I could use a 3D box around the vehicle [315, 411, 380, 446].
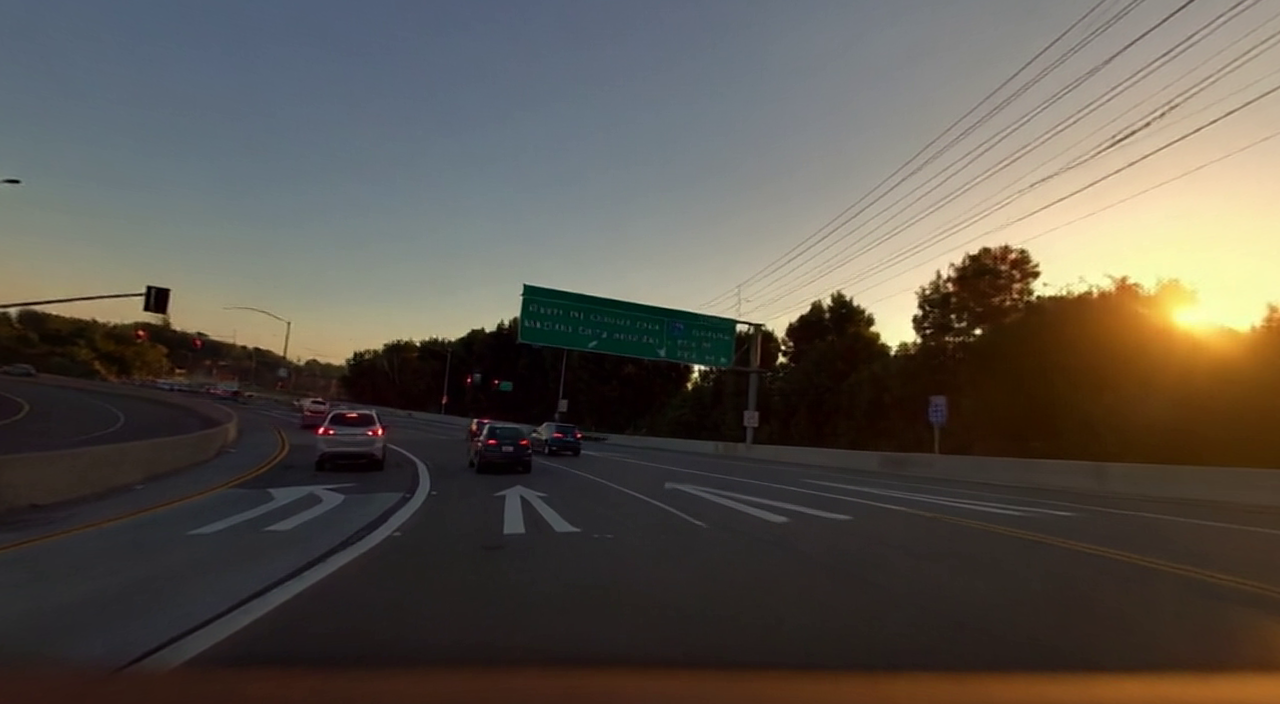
[{"bbox_3d":[-13.970,3.696,29.959,2.033,1.501,4.623,6,-10,-33],"label":"vehicle"}]

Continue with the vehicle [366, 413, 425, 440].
[{"bbox_3d":[-14.604,4.510,37.546,1.832,1.473,4.364,7,-11,-40],"label":"vehicle"}]

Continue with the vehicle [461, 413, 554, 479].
[{"bbox_3d":[-4.110,2.828,19.030,2.140,1.724,4.304,3,-9,-19],"label":"vehicle"}]

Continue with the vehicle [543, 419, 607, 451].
[{"bbox_3d":[-4.040,5.136,38.671,2.079,1.807,4.682,5,-10,-31],"label":"vehicle"}]

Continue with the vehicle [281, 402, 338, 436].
[{"bbox_3d":[-19.327,3.966,36.758,2.076,1.747,4.285,7,-11,-38],"label":"vehicle"}]

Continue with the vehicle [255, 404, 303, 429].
[{"bbox_3d":[-24.153,4.345,42.169,1.763,1.486,4.459,8,-11,-41],"label":"vehicle"}]
